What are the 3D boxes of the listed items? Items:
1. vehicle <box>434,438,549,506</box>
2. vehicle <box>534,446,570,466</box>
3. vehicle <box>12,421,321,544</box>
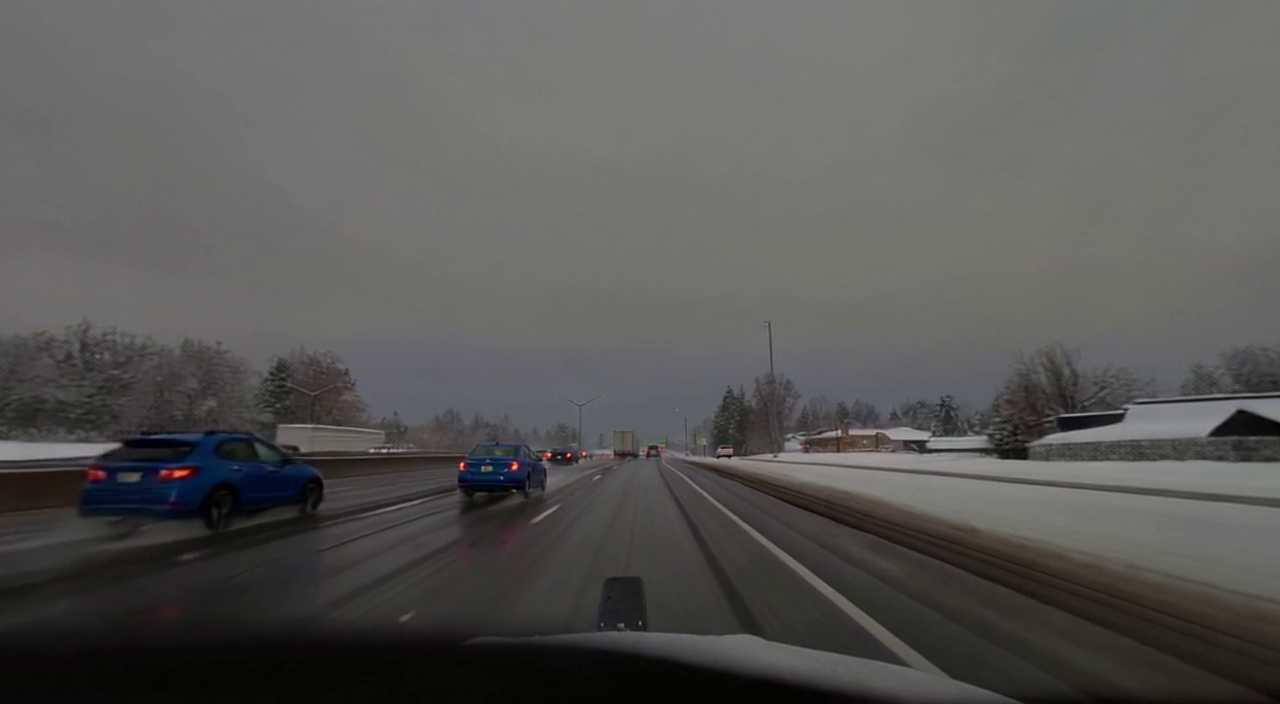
[{"bbox_3d":[-3.592,2.950,15.963,1.953,1.511,3.704,0,-8,1],"label":"vehicle"},{"bbox_3d":[-6.777,8.052,49.106,1.961,1.442,4.321,-1,-8,3],"label":"vehicle"},{"bbox_3d":[-7.673,2.124,10.952,1.970,1.682,4.297,0,-8,1],"label":"vehicle"}]
